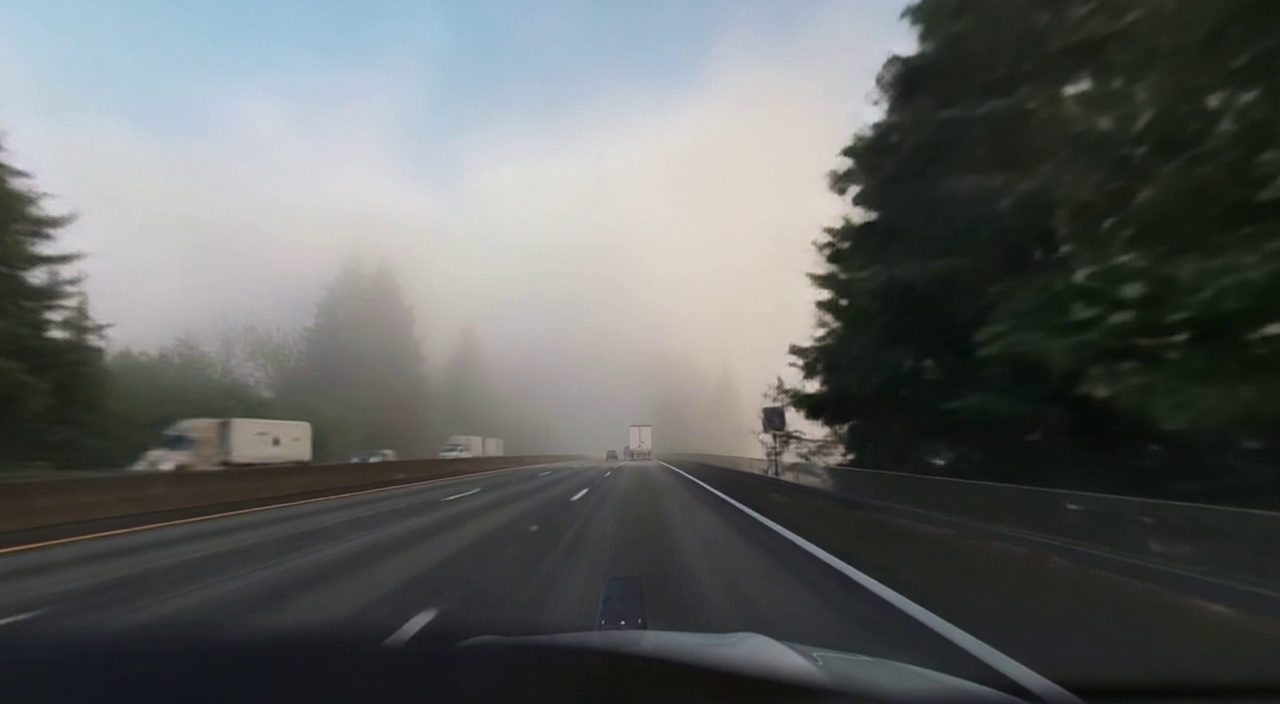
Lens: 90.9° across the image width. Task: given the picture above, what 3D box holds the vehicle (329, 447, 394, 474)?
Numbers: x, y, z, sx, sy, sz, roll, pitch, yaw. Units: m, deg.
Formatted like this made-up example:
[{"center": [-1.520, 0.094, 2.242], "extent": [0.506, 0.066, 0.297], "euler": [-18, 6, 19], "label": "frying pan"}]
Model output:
[{"center": [-15.820, 6.189, 36.024], "extent": [1.788, 1.436, 4.029], "euler": [0, -9, 1], "label": "vehicle"}]

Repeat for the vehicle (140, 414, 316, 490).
[{"center": [-23.187, 5.775, 36.571], "extent": [3.203, 3.774, 10.121], "euler": [0, -9, 1], "label": "vehicle"}]
